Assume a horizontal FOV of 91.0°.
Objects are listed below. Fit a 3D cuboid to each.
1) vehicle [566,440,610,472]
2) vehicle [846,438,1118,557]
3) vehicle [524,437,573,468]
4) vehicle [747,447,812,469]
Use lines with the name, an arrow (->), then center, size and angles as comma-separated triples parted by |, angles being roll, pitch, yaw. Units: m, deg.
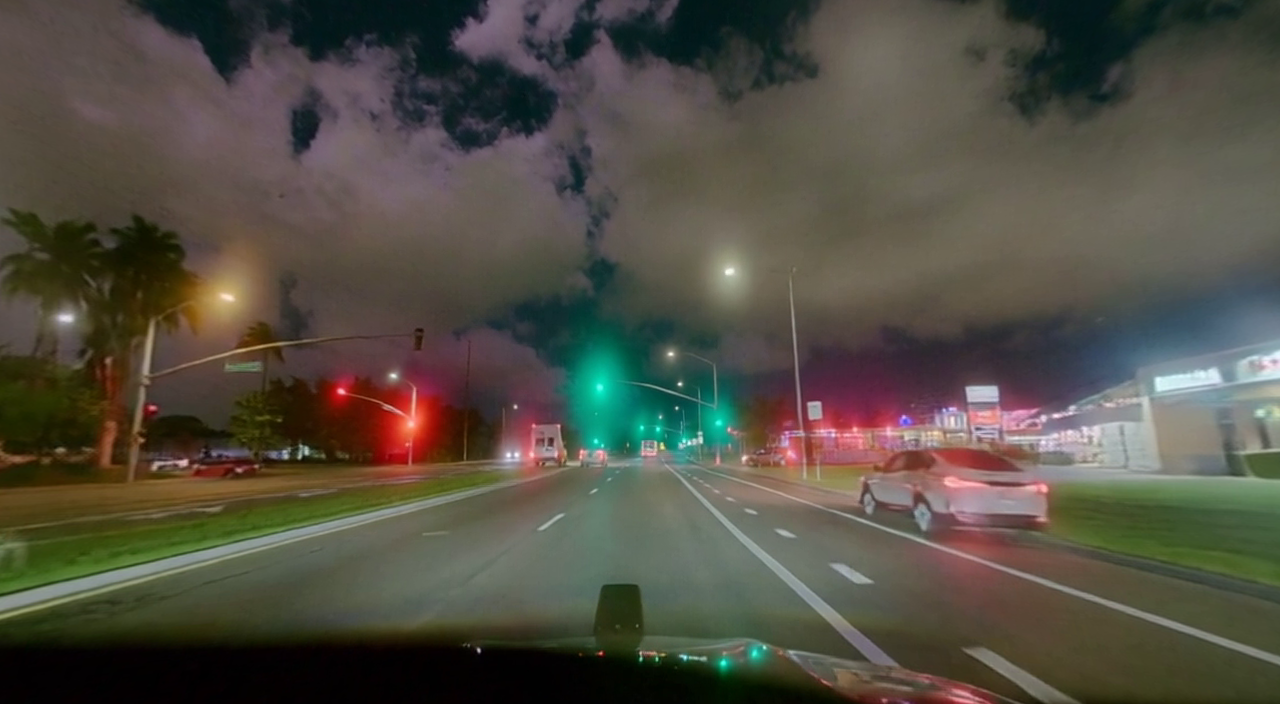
vehicle -> -3.077, 6.330, 38.408 | 2.116, 1.806, 4.516 | 0, -9, 2
vehicle -> 5.112, 2.207, 10.261 | 1.994, 1.507, 4.173 | 1, -9, -1
vehicle -> -6.479, 7.211, 45.390 | 2.457, 2.010, 6.330 | 0, -9, 1
vehicle -> 10.270, 7.825, 46.667 | 4.509, 1.520, 1.952 | -1, -9, 9
